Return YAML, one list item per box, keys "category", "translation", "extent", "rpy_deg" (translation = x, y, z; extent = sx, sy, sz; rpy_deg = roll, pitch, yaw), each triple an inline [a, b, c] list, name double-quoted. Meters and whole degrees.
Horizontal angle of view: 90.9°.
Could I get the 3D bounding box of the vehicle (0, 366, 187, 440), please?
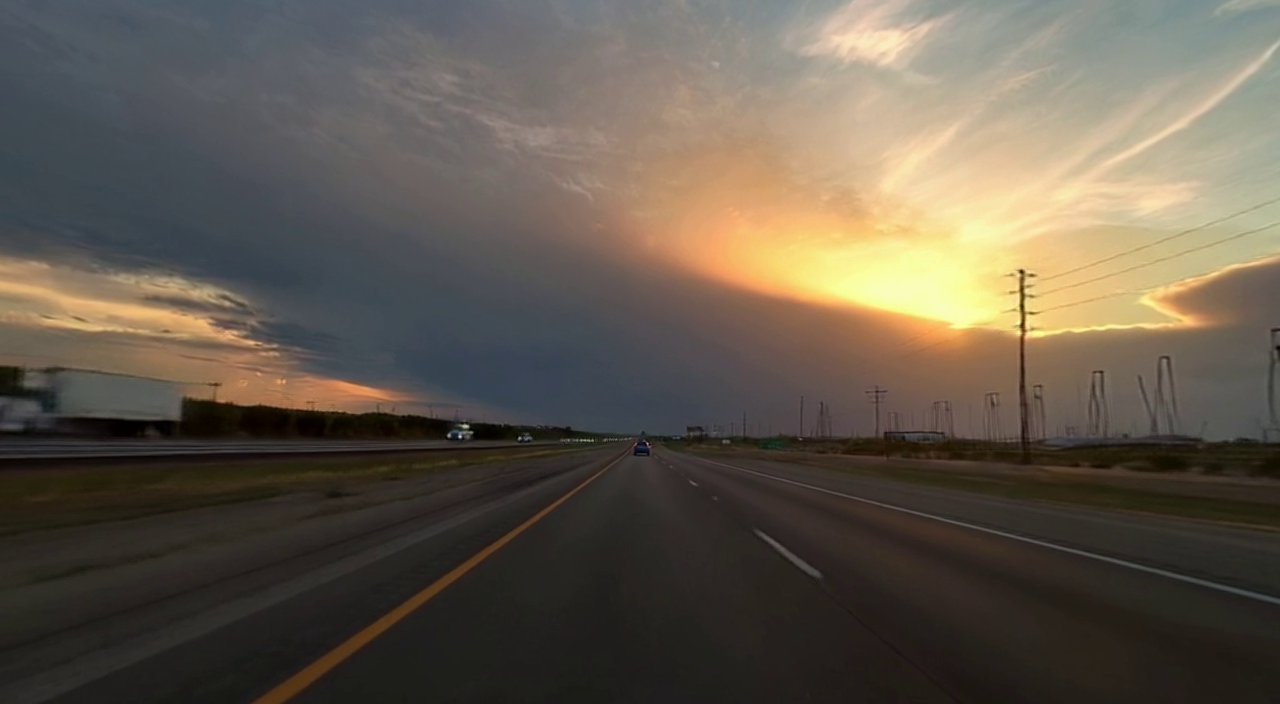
- category: "vehicle"
  translation: [-26.876, 2.758, 31.554]
  extent: [2.880, 3.220, 7.135]
  rpy_deg: [0, -8, 1]
